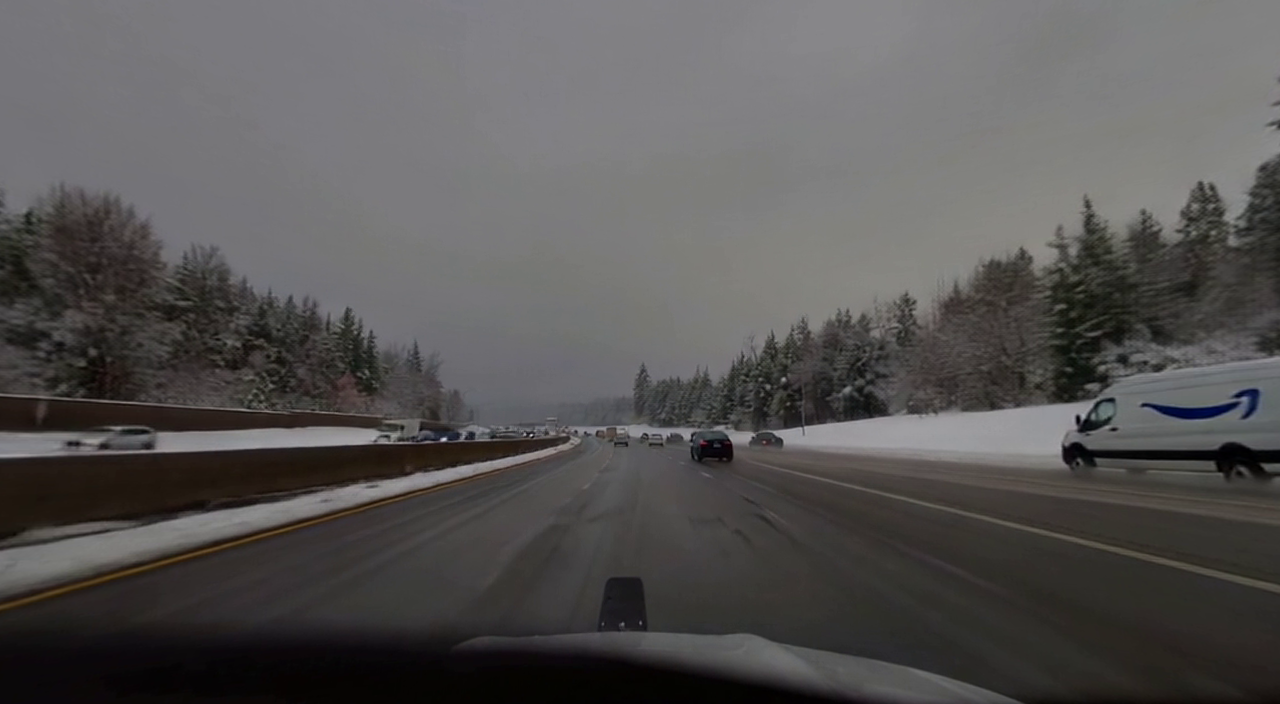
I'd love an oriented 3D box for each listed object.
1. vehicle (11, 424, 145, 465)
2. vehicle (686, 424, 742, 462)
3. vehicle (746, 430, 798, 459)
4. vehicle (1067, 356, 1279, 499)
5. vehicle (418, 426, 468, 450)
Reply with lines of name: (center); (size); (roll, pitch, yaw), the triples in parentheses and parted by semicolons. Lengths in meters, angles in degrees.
vehicle: (-25.186, 4.171, 28.527); (1.921, 1.671, 4.538); (0, -8, -1)
vehicle: (3.674, 4.608, 32.008); (2.141, 1.732, 4.279); (0, -8, -2)
vehicle: (7.198, 5.097, 34.699); (1.798, 1.473, 4.077); (0, -8, -2)
vehicle: (13.669, 1.813, 14.735); (2.274, 2.802, 6.802); (0, -8, -3)
vehicle: (-13.848, 6.119, 44.635); (2.170, 1.567, 4.506); (0, -8, -1)
